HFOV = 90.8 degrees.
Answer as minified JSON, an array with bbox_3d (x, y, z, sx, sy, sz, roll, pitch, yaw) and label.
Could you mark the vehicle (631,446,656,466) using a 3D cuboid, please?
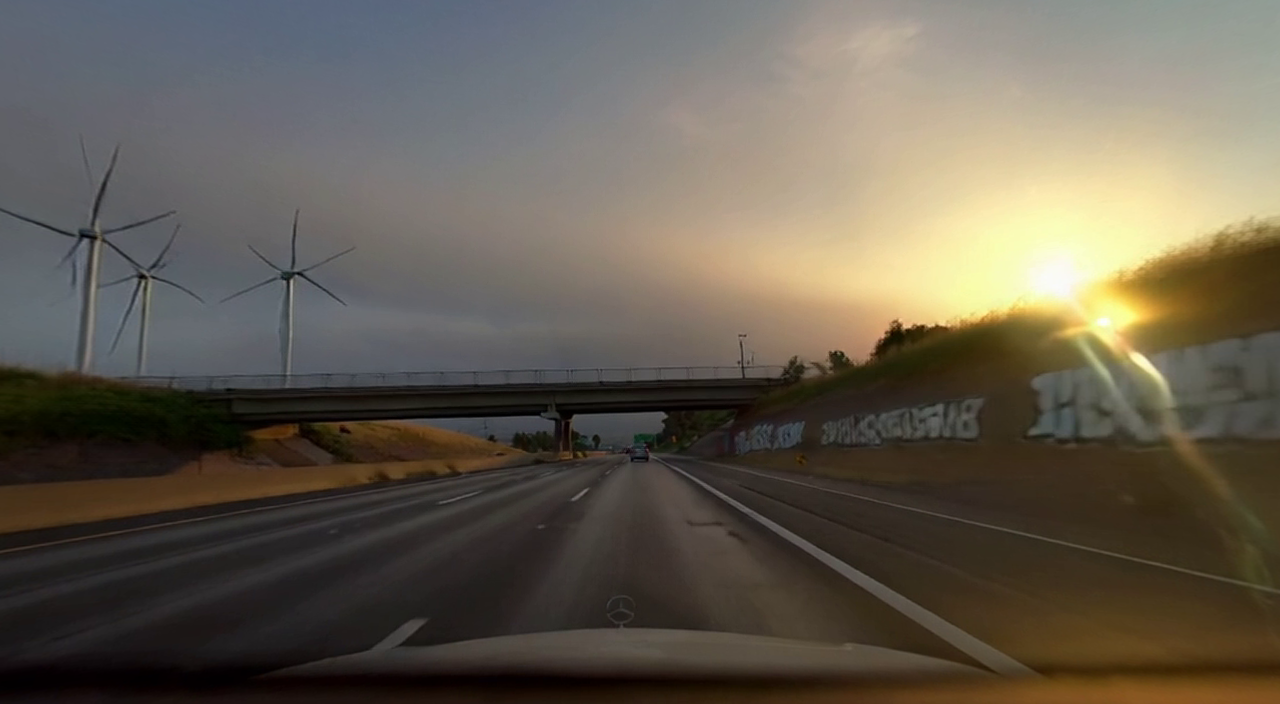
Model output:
[{"bbox_3d":[0.269,8.110,49.126,1.870,1.481,4.234,0,-9,-1],"label":"vehicle"}]
